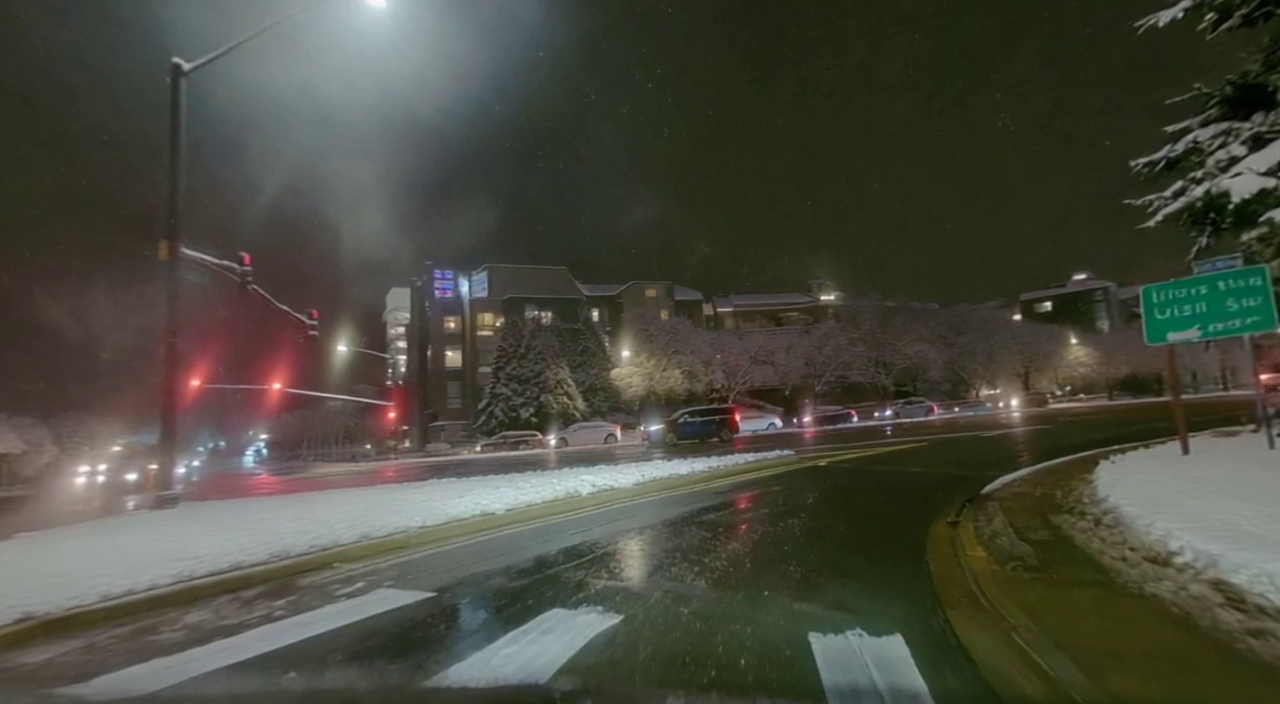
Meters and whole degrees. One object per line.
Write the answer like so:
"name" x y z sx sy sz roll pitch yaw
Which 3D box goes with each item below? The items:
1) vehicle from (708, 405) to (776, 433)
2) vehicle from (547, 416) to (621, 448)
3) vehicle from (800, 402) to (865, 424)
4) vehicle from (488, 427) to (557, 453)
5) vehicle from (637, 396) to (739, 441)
"vehicle" 7.451 4.950 46.370 4.467 1.625 2.033 5 -15 -17
"vehicle" -3.768 5.338 42.372 4.510 1.764 1.947 -2 -6 -19
"vehicle" 14.922 4.727 48.901 4.513 1.582 1.842 2 -9 -18
"vehicle" -8.323 6.178 44.555 4.493 1.455 1.946 -1 -6 -20
"vehicle" 2.865 4.060 38.050 5.636 2.053 2.225 5 -15 -17
